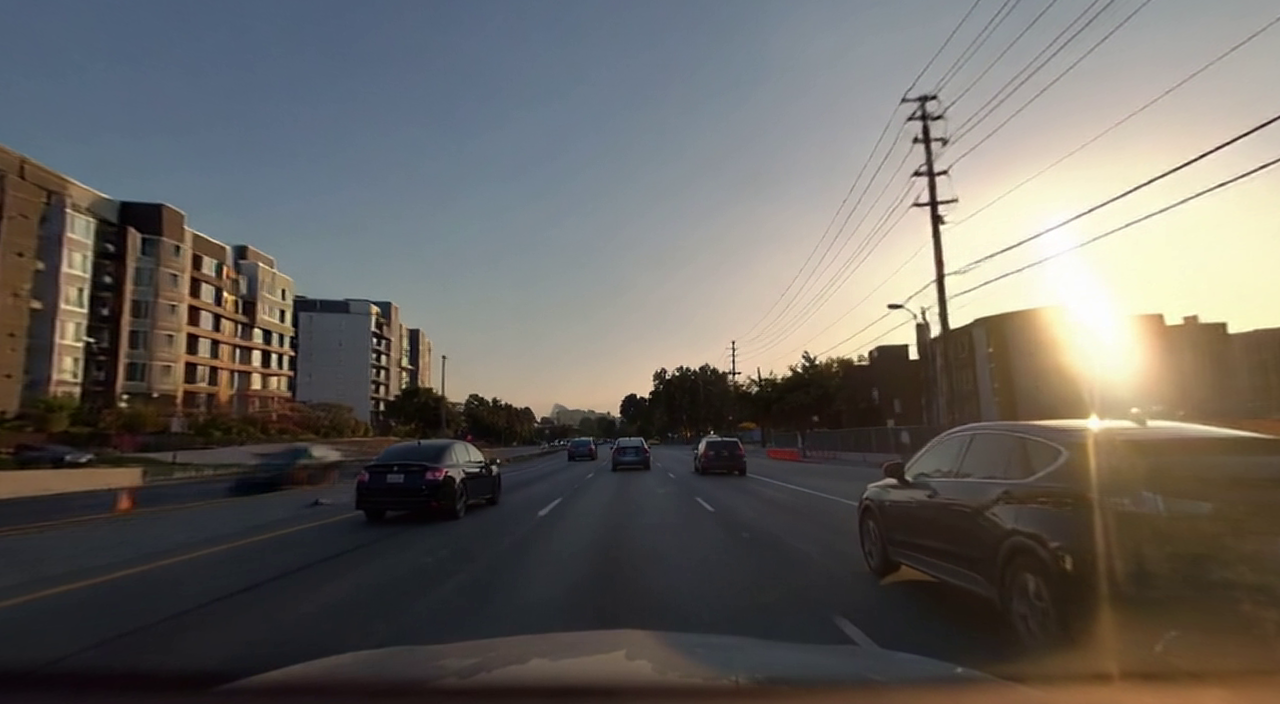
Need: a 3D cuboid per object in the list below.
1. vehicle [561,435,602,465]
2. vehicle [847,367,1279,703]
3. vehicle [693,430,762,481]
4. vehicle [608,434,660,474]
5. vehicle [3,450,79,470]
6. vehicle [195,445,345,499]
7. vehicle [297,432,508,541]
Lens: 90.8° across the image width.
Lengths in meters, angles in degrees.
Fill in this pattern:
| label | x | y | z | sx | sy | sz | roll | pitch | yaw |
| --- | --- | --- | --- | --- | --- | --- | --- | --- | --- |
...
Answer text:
| label | x | y | z | sx | sy | sz | roll | pitch | yaw |
| --- | --- | --- | --- | --- | --- | --- | --- | --- | --- |
| vehicle | -3.777 | 6.435 | 41.533 | 2.190 | 1.832 | 4.417 | 0 | -8 | 0 |
| vehicle | 3.149 | 1.139 | 4.481 | 1.975 | 1.598 | 4.025 | 0 | -8 | 0 |
| vehicle | 3.311 | 4.035 | 24.822 | 2.029 | 1.797 | 4.218 | 0 | -8 | -1 |
| vehicle | -0.291 | 4.813 | 30.042 | 2.291 | 1.714 | 4.217 | 0 | -8 | 0 |
| vehicle | -37.145 | 6.694 | 39.195 | 3.745 | 1.024 | 2.044 | -5 | -8 | 23 |
| vehicle | -11.424 | 3.691 | 19.973 | 1.892 | 1.472 | 4.695 | 0 | -8 | 0 |
| vehicle | -3.721 | 2.162 | 10.860 | 1.968 | 1.473 | 4.209 | 0 | -8 | 0 |
